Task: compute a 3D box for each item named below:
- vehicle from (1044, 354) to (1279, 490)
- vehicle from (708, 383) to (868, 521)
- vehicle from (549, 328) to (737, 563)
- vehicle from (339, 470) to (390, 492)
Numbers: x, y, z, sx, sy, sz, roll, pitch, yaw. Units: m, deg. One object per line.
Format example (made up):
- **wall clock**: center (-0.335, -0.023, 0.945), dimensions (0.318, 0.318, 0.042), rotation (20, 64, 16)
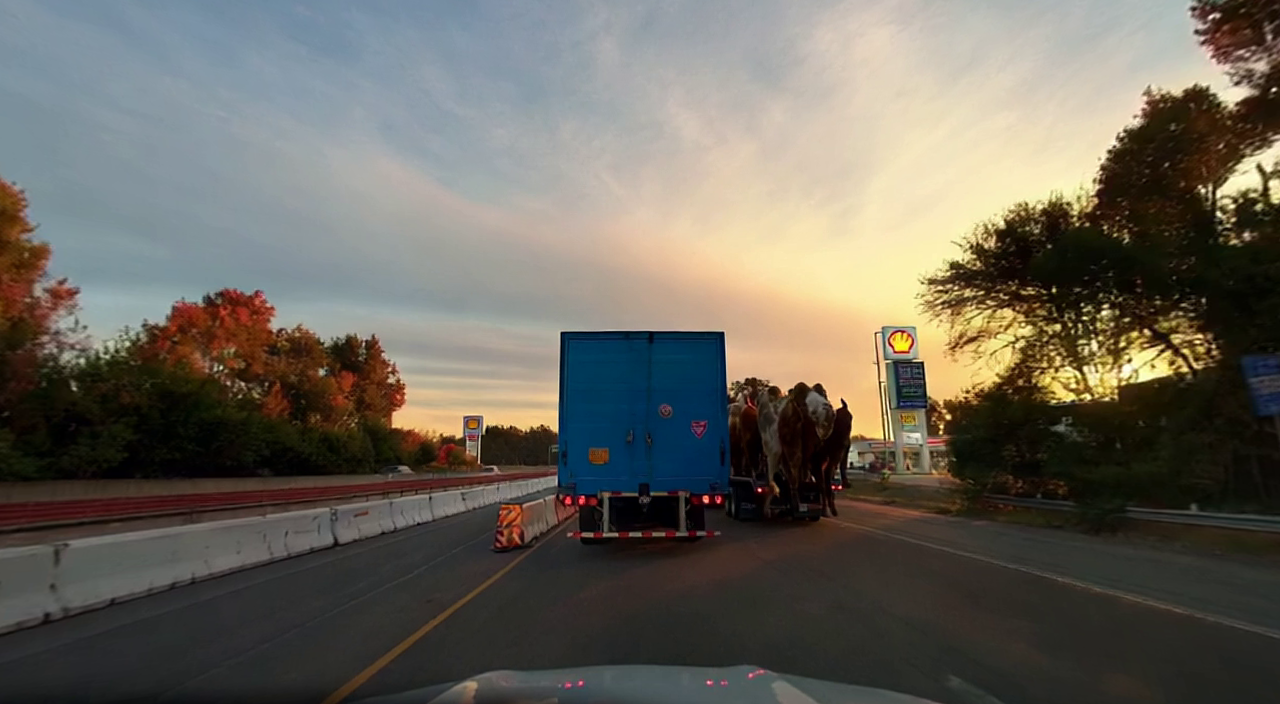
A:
- **vehicle**: center (20.827, 2.911, 23.326), dimensions (2.771, 4.075, 13.513), rotation (1, -10, 0)
- **vehicle**: center (4.466, 3.515, 21.676), dimensions (2.936, 3.640, 9.443), rotation (1, -10, -2)
- **vehicle**: center (0.008, 2.073, 13.323), dimensions (2.618, 3.306, 8.676), rotation (1, -10, -1)
- **vehicle**: center (-20.947, 9.838, 48.160), dimensions (1.890, 1.520, 4.342), rotation (1, -10, 0)
